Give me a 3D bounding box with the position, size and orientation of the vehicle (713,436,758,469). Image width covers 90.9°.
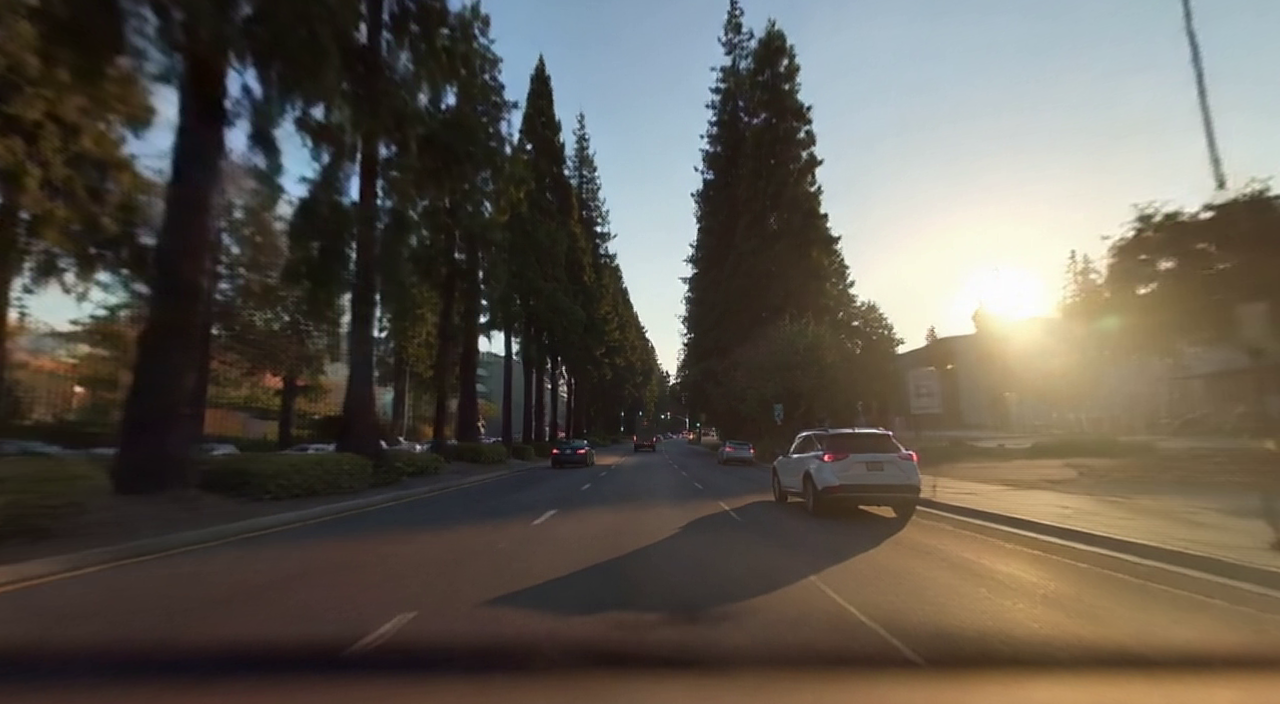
[{"bbox_3d":[5.531,5.902,37.143,2.280,1.757,4.572,-1,-8,4],"label":"vehicle"}]

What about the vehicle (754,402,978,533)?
[{"bbox_3d":[4.022,2.220,12.752,2.381,2.008,5.971,0,-8,1],"label":"vehicle"}]

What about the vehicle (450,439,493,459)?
[{"bbox_3d":[-12.828,7.429,48.345,1.897,1.472,4.592,0,-8,2],"label":"vehicle"}]

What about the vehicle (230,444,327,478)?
[{"bbox_3d":[-17.137,5.150,30.169,1.819,1.470,4.631,0,-8,1],"label":"vehicle"}]

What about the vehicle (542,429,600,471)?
[{"bbox_3d":[-3.395,4.971,31.985,2.255,1.940,4.822,0,-8,2],"label":"vehicle"}]

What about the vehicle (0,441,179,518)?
[{"bbox_3d":[-13.826,2.900,14.893,2.142,1.528,4.804,0,-8,1],"label":"vehicle"}]

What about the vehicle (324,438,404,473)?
[{"bbox_3d":[-13.652,5.135,31.464,2.181,1.604,3.944,0,-8,1],"label":"vehicle"}]
